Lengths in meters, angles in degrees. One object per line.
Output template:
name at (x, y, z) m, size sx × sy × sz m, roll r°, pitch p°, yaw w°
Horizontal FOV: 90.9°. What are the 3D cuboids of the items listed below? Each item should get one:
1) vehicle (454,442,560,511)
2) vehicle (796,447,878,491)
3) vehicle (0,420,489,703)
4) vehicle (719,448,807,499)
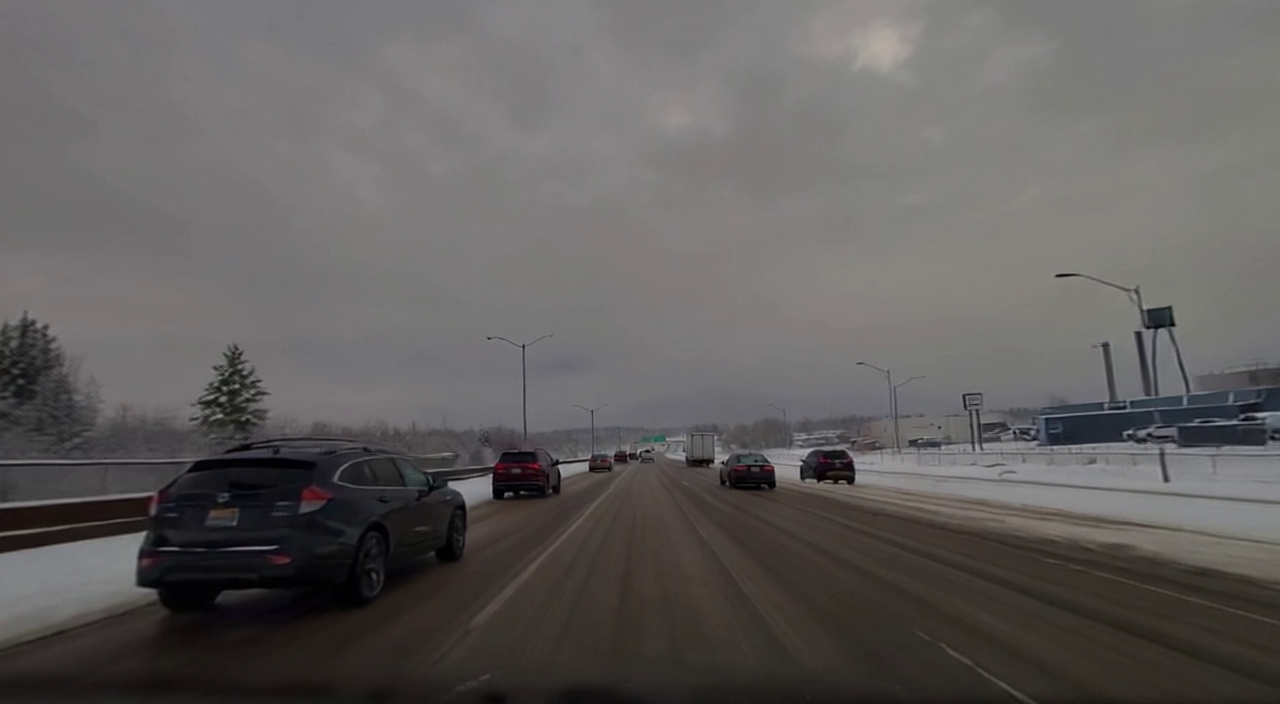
vehicle at (-3.549, 3.402, 17.701) m, size 2.036 × 1.669 × 4.112 m, roll -1°, pitch -9°, yaw 1°
vehicle at (7.530, 4.475, 24.484) m, size 1.860 × 1.520 × 3.961 m, roll -1°, pitch -9°, yaw 0°
vehicle at (-3.075, 1.509, 5.669) m, size 2.067 × 1.555 × 4.851 m, roll -1°, pitch -9°, yaw 2°
vehicle at (3.898, 3.928, 20.835) m, size 1.942 × 1.453 × 4.329 m, roll 0°, pitch -9°, yaw -1°
